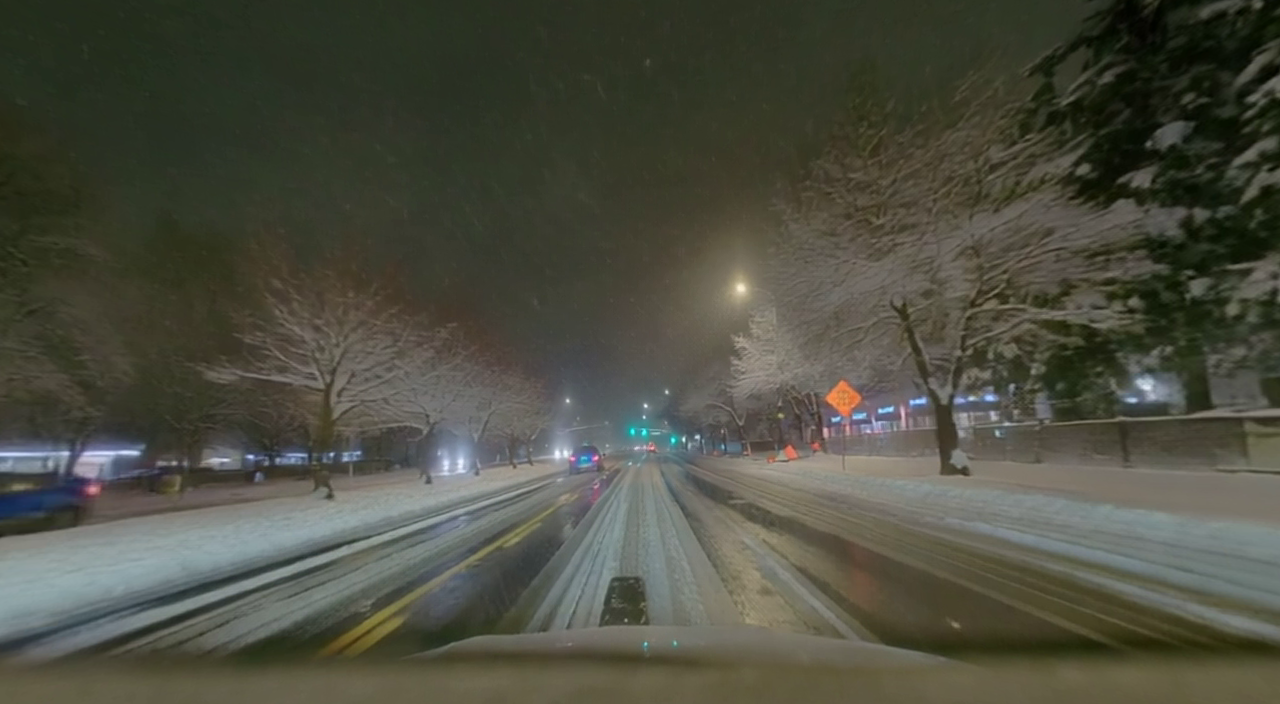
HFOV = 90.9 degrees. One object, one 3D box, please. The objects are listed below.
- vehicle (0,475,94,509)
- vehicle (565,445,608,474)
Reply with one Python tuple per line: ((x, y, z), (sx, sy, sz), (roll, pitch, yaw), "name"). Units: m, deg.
((-30.101, 6.952, 31.389), (4.171, 1.450, 1.855), (8, -12, -43), "vehicle")
((-2.831, 5.808, 34.333), (1.926, 1.442, 4.231), (0, -9, 1), "vehicle")
